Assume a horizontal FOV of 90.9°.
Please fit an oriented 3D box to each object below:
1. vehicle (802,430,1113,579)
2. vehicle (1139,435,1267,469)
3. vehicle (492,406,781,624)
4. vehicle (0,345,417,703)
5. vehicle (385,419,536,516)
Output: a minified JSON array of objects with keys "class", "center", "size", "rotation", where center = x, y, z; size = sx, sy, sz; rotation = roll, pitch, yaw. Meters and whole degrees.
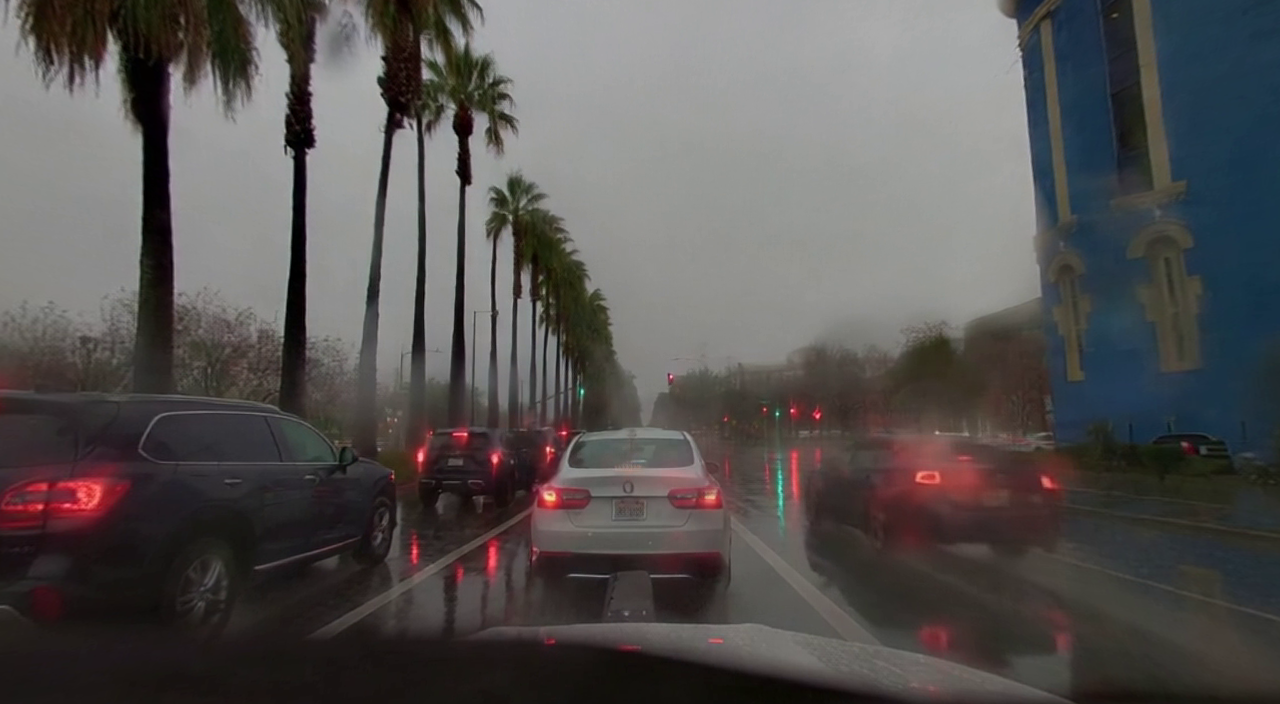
[{"class":"vehicle","center":[3.892,1.927,8.878],"size":[1.982,1.480,4.572],"rotation":[2,-8,-1]},{"class":"vehicle","center":[25.473,4.528,28.640],"size":[3.914,1.427,1.779],"rotation":[-2,-8,5]},{"class":"vehicle","center":[-0.052,1.518,6.843],"size":[2.114,1.585,4.285],"rotation":[0,-8,-1]},{"class":"vehicle","center":[-3.540,1.149,5.066],"size":[1.914,1.741,4.398],"rotation":[0,-8,-1]},{"class":"vehicle","center":[-3.477,2.319,13.078],"size":[1.840,1.684,4.041],"rotation":[0,-8,1]}]
